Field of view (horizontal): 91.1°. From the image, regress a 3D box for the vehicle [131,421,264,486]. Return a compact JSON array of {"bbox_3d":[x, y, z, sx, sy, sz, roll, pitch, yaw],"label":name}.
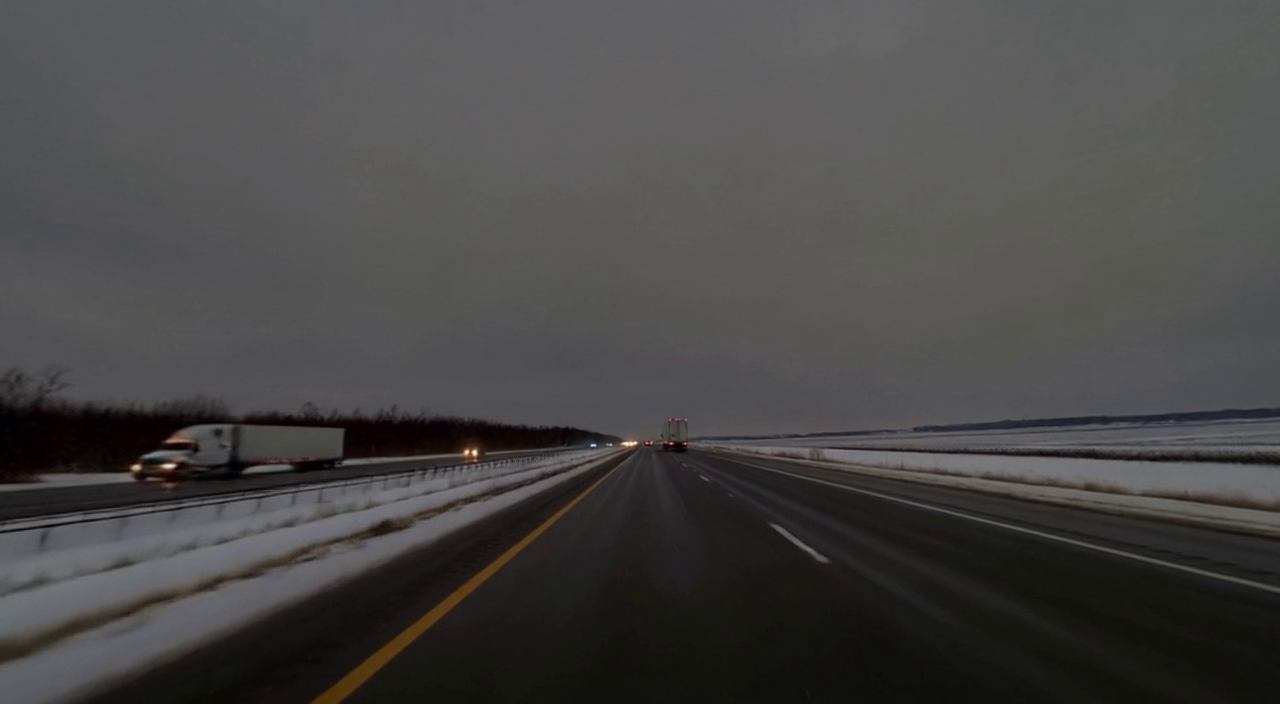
[{"bbox_3d":[-32.081,7.403,46.183,3.095,4.280,8.662,0,-8,2],"label":"vehicle"}]
